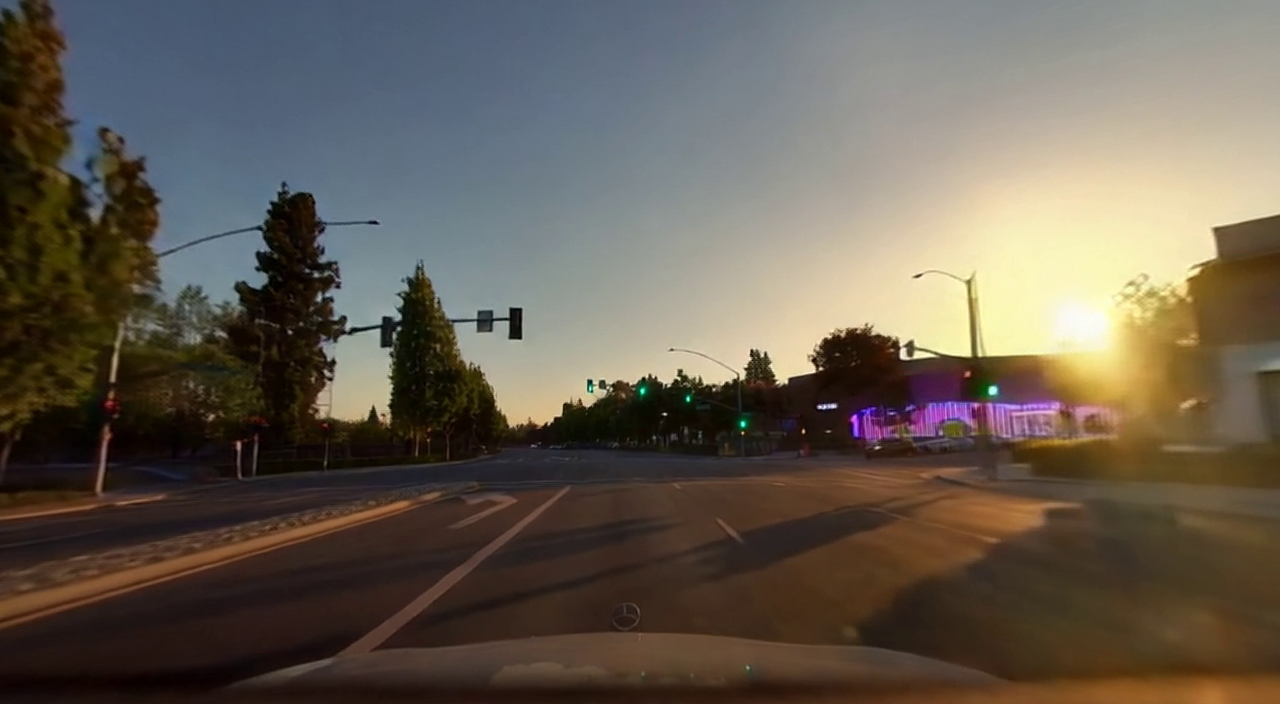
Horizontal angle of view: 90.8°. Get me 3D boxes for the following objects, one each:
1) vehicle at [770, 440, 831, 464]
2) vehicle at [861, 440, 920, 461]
[{"bbox_3d":[11.440,7.130,45.111,3.780,1.496,1.867,0,-8,-23],"label":"vehicle"},{"bbox_3d":[18.978,7.417,47.811,3.942,1.505,1.848,4,-9,-24],"label":"vehicle"}]
